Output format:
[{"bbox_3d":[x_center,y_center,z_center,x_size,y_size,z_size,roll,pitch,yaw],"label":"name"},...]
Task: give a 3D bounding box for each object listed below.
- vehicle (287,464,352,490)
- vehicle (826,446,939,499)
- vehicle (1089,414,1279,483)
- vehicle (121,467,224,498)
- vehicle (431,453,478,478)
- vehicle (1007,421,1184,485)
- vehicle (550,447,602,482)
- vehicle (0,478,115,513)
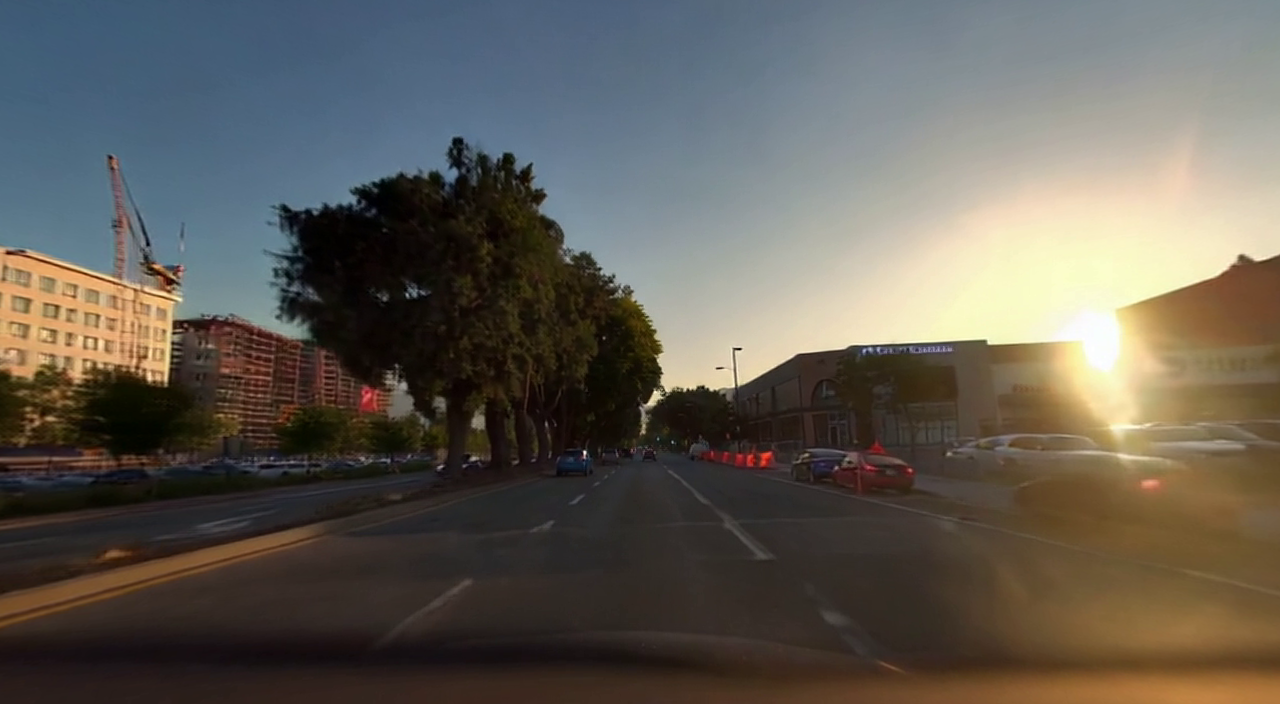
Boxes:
[{"bbox_3d":[-21.963,8.598,43.459,1.955,1.447,4.911,-3,-9,0],"label":"vehicle"},{"bbox_3d":[7.364,3.655,19.644,1.799,1.399,4.317,-1,-8,0],"label":"vehicle"},{"bbox_3d":[16.009,2.867,18.752,1.984,1.774,4.406,0,-9,-1],"label":"vehicle"},{"bbox_3d":[-29.648,8.209,40.029,4.947,1.683,1.968,8,-12,-42],"label":"vehicle"},{"bbox_3d":[-12.018,7.325,41.020,1.797,1.510,3.919,-1,-9,1],"label":"vehicle"},{"bbox_3d":[13.449,3.046,19.069,1.916,1.683,4.516,0,-9,0],"label":"vehicle"},{"bbox_3d":[-2.812,5.075,28.633,1.926,1.442,4.231,0,-9,0],"label":"vehicle"},{"bbox_3d":[-30.113,7.334,32.375,4.640,1.477,1.892,6,-12,-37],"label":"vehicle"}]
